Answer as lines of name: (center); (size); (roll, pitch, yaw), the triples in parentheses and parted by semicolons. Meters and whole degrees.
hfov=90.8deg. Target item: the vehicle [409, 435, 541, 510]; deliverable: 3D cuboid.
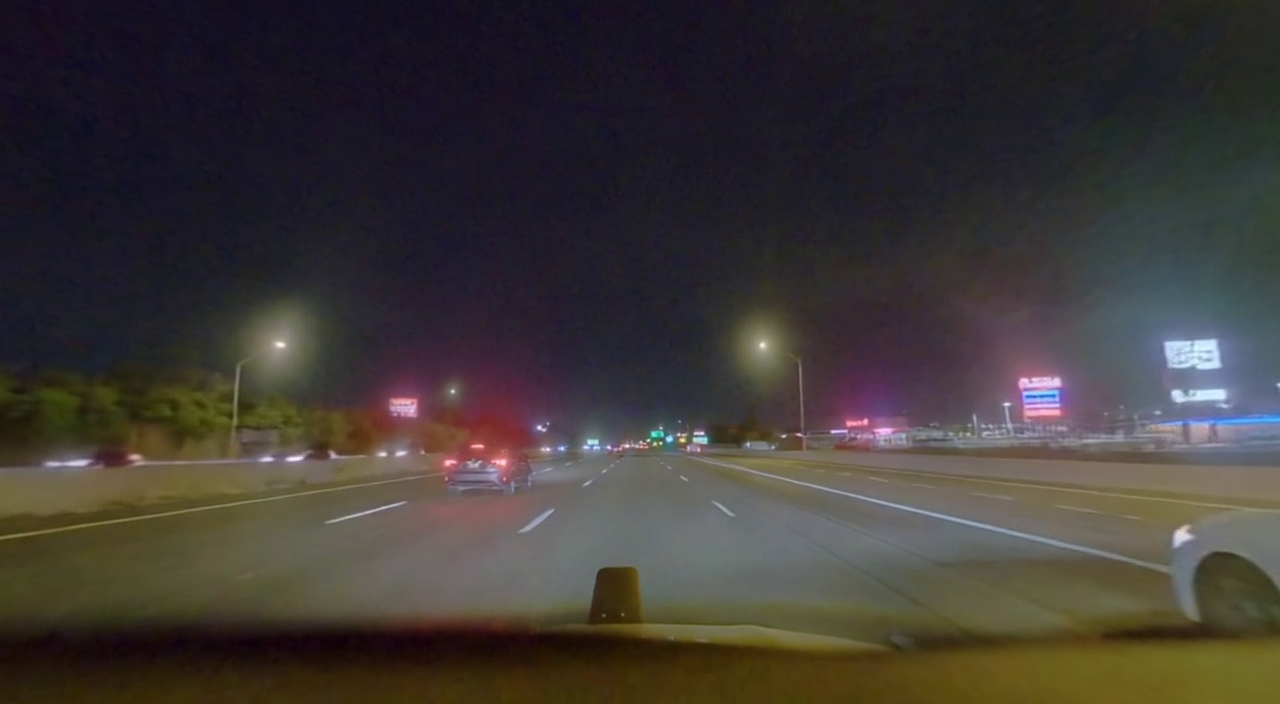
vehicle: (-3.687, 2.759, 14.961); (1.939, 1.508, 4.272); (0, -8, 1)

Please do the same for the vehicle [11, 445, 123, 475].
vehicle: (-30.414, 5.708, 33.728); (1.835, 1.455, 4.387); (0, -8, 1)

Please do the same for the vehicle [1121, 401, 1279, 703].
vehicle: (3.973, 0.745, 1.237); (2.164, 1.507, 4.914); (0, -8, 0)

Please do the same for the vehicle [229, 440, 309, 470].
vehicle: (-18.916, 5.242, 32.382); (1.782, 1.443, 3.767); (0, -8, 0)
